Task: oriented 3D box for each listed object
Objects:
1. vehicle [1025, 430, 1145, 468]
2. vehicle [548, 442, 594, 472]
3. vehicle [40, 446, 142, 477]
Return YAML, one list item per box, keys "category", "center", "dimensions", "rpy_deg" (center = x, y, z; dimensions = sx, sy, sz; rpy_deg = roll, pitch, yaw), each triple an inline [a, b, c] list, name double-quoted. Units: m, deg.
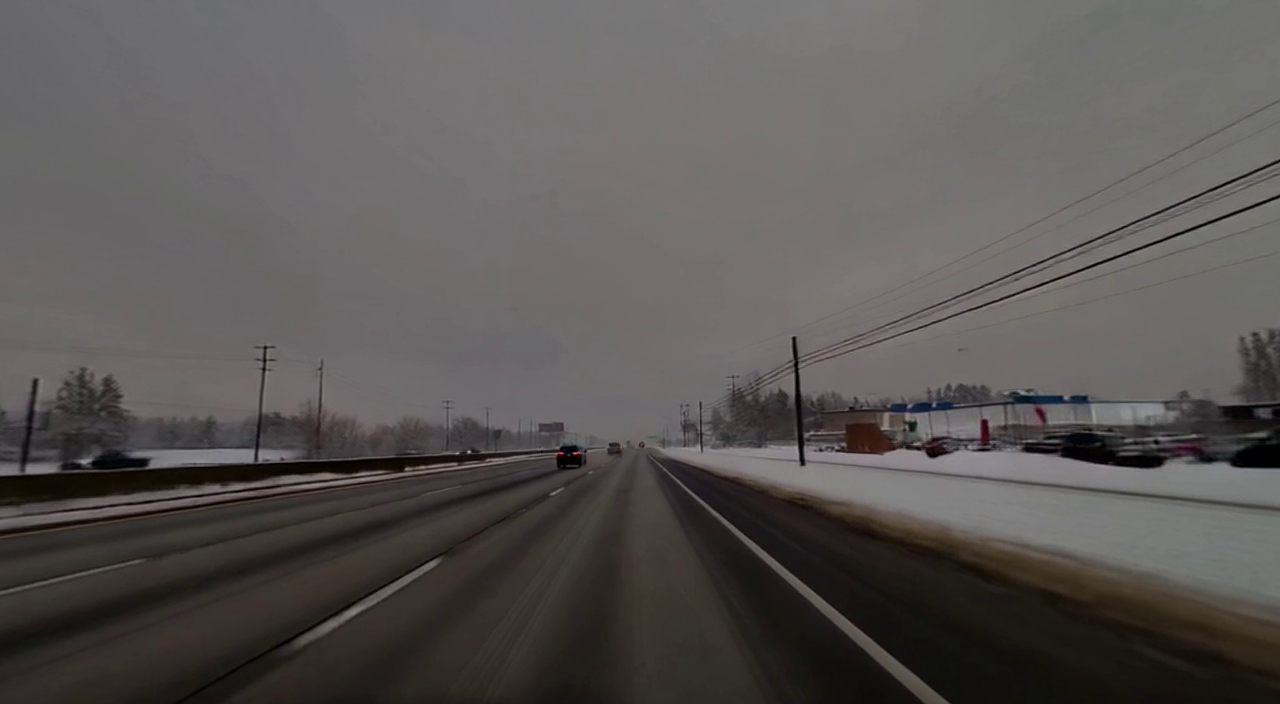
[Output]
- category: "vehicle"
  center: [19.041, 4.192, 27.337]
  dimensions: [1.826, 1.487, 4.419]
  rpy_deg: [0, -9, -3]
- category: "vehicle"
  center: [-3.684, 5.679, 34.419]
  dimensions: [1.940, 1.479, 4.545]
  rpy_deg: [0, -9, 1]
- category: "vehicle"
  center: [-33.101, 6.578, 38.272]
  dimensions: [1.994, 1.741, 4.559]
  rpy_deg: [0, -9, 1]
